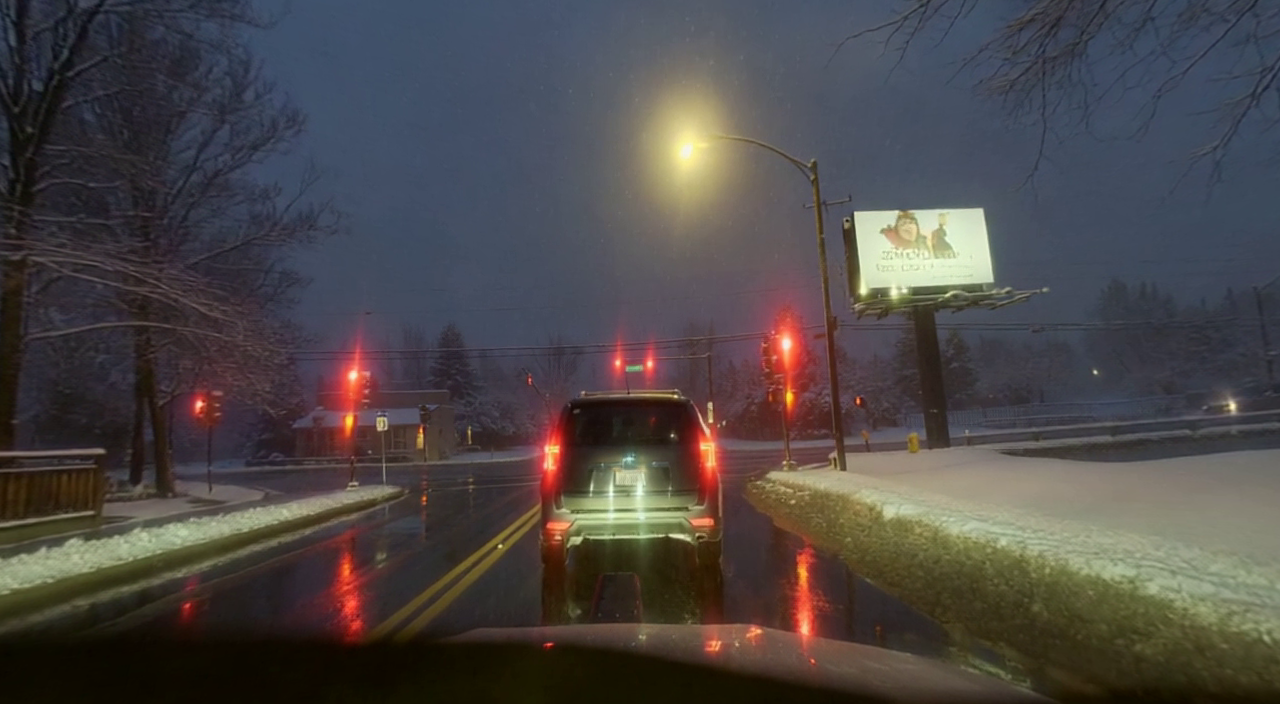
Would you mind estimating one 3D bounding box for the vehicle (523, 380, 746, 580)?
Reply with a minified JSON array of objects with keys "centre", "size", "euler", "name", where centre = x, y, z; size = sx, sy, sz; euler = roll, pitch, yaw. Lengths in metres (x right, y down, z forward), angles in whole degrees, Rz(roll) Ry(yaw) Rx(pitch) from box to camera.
[{"centre":[-0.054,1.508,8.063],"size":[2.142,1.904,3.816],"euler":[-1,-8,0],"name":"vehicle"}]
